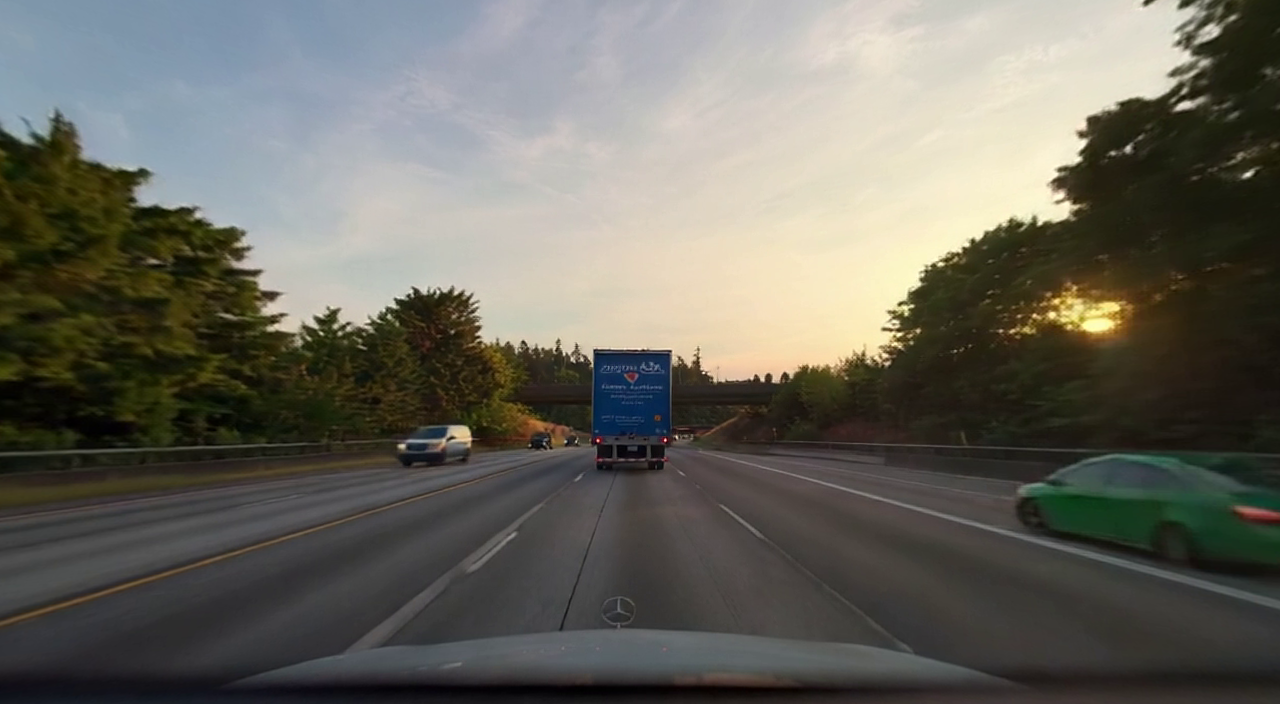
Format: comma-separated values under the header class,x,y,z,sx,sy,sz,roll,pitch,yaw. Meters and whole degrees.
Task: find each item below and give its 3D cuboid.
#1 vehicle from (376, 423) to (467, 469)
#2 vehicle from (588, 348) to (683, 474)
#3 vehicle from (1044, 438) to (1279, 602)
class,x,y,z,sx,sy,sz,roll,pitch,yaw
vehicle,-8.437,3.671,24.751,2.081,1.613,4.273,0,-8,0
vehicle,-0.393,2.452,24.443,2.895,3.861,10.213,0,-8,-3
vehicle,7.714,2.039,8.210,2.050,1.637,4.397,3,-7,1
